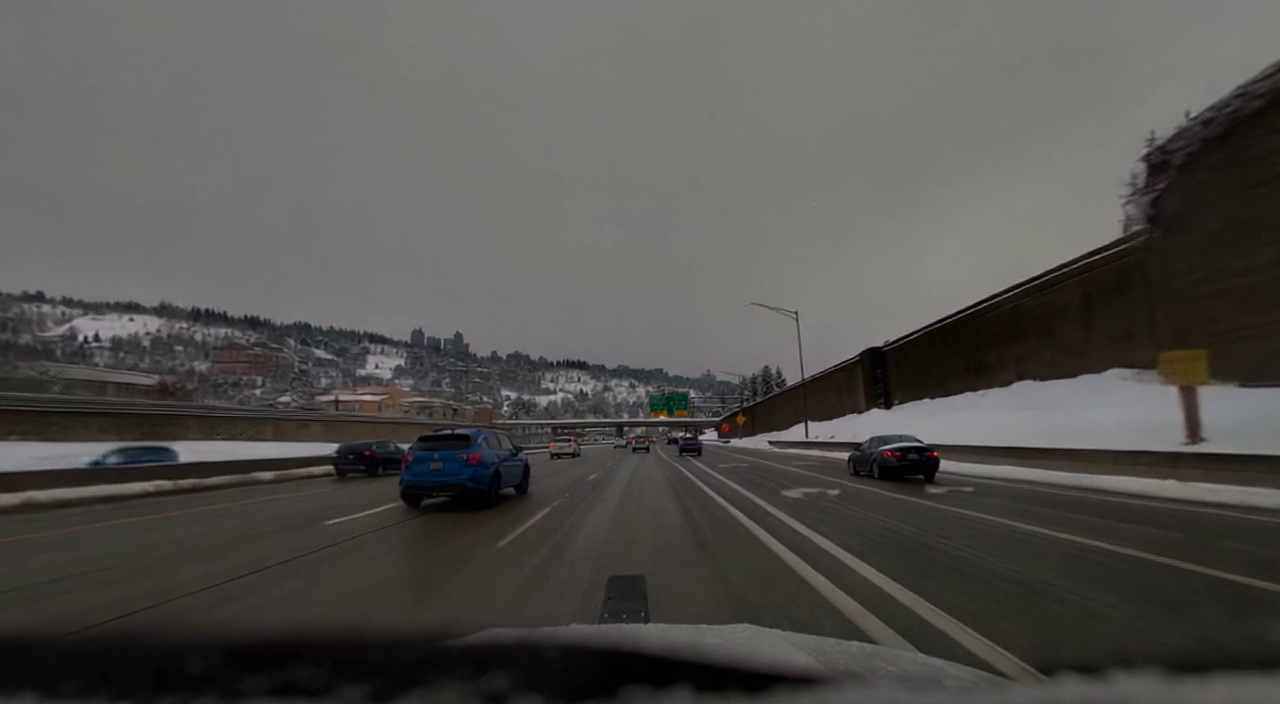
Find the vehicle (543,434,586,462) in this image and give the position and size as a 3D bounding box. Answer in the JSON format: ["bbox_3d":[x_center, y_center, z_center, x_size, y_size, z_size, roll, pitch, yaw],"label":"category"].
[{"bbox_3d":[-4.929,6.366,41.866,2.076,1.730,4.537,-1,-8,3],"label":"vehicle"}]

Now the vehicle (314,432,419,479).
[{"bbox_3d":[-11.191,4.261,26.234,2.091,1.774,4.754,0,-8,2],"label":"vehicle"}]

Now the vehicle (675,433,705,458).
[{"bbox_3d":[3.907,7.336,49.484,2.172,1.824,5.031,-1,-8,4],"label":"vehicle"}]

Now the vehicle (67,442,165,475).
[{"bbox_3d":[-23.765,4.825,28.770,1.487,1.378,3.390,0,-8,1],"label":"vehicle"}]

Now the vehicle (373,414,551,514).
[{"bbox_3d":[-3.500,2.340,13.701,2.210,1.730,5.133,0,-8,2],"label":"vehicle"}]

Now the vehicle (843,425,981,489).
[{"bbox_3d":[7.838,3.075,18.755,2.122,1.646,4.491,0,-8,1],"label":"vehicle"}]
